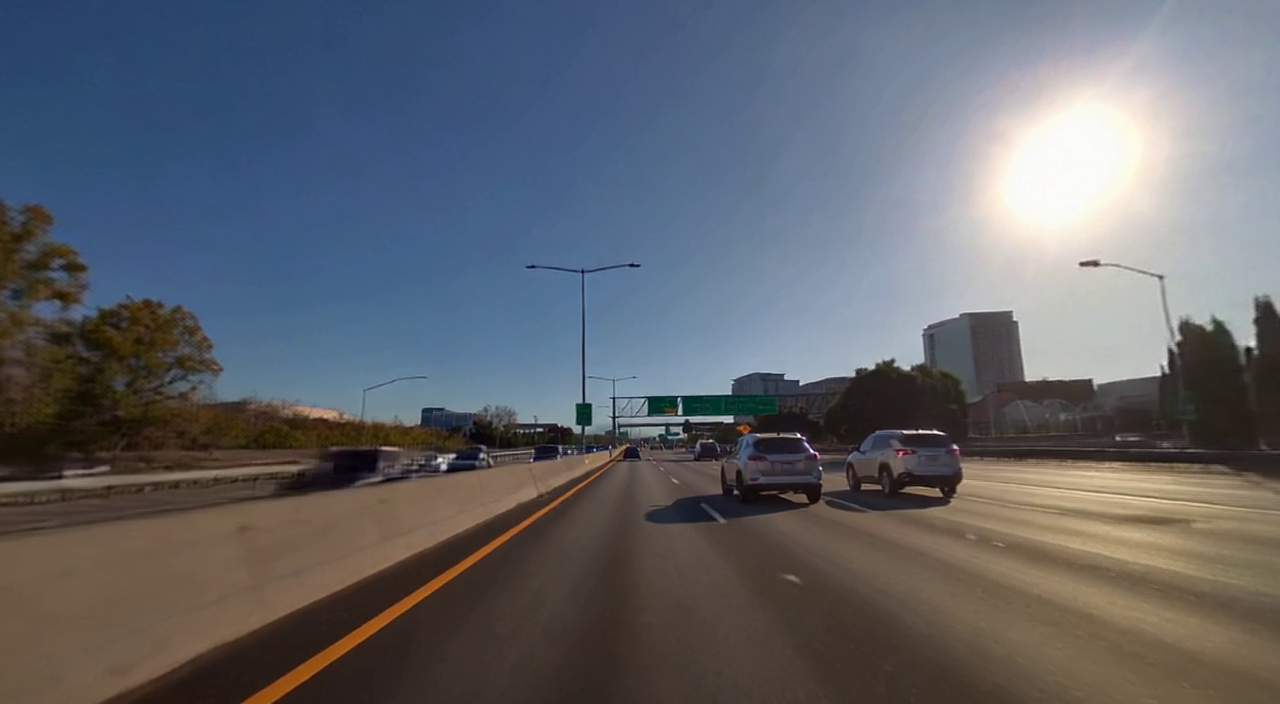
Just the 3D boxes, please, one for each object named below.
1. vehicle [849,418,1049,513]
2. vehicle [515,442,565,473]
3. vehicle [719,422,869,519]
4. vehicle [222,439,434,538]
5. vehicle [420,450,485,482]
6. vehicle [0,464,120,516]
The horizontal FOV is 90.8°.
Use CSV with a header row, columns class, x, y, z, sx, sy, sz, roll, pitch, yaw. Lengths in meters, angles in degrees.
class,x,y,z,sx,sy,sz,roll,pitch,yaw
vehicle,6.746,2.548,14.609,2.040,1.801,4.959,0,-9,-1
vehicle,-5.723,6.103,36.688,2.184,1.638,4.522,0,-9,0
vehicle,3.023,2.435,13.474,2.059,1.711,4.302,0,-9,0
vehicle,-5.690,2.506,12.256,1.948,1.554,4.122,0,-9,1
vehicle,-9.457,5.766,32.249,2.020,1.494,4.353,0,-9,0
vehicle,-20.678,4.637,21.529,1.848,1.472,4.758,0,-9,0
